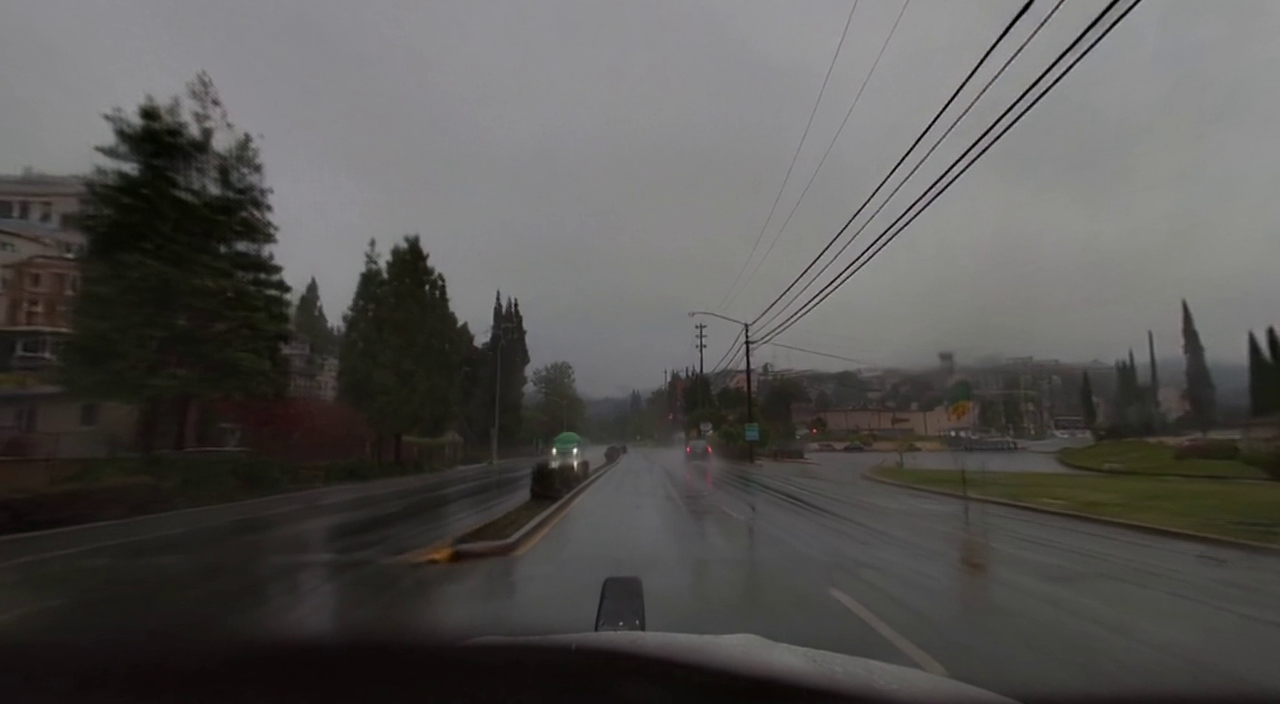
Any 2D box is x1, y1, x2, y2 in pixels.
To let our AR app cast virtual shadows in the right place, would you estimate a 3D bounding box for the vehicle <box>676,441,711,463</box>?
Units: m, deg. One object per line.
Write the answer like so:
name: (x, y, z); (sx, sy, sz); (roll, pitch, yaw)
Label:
vehicle: (3.662, 6.937, 43.957); (2.015, 1.467, 4.117); (0, -8, 0)
